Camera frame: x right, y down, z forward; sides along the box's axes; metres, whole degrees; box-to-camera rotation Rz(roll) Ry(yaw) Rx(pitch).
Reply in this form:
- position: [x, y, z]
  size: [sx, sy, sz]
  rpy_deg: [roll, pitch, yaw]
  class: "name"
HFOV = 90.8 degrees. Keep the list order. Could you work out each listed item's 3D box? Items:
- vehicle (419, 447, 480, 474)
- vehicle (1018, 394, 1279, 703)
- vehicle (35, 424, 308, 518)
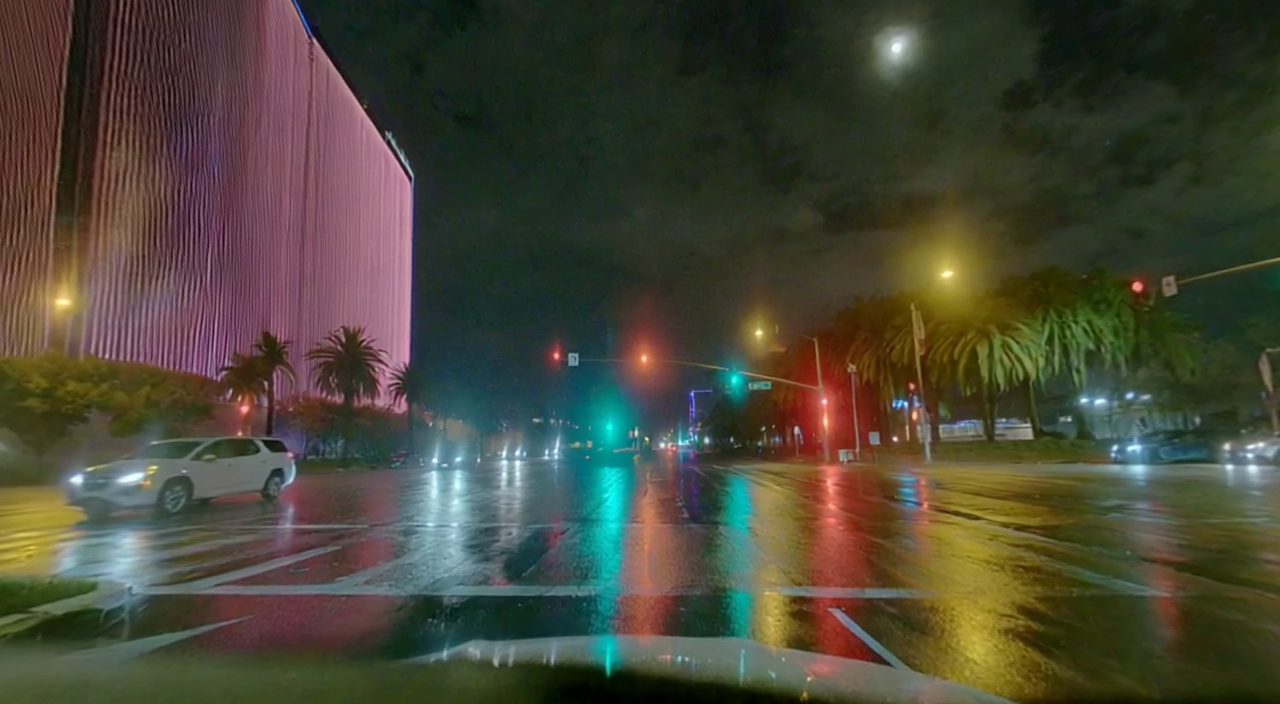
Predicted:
- position: [-11.714, 6.693, 39.227]
  size: [2.145, 1.504, 4.857]
  rpy_deg: [-1, -9, 2]
  class: "vehicle"
- position: [3.250, 0.719, 1.060]
  size: [2.106, 1.472, 4.854]
  rpy_deg: [0, -9, -2]
  class: "vehicle"
- position: [-12.342, 3.186, 17.595]
  size: [2.614, 2.104, 6.364]
  rpy_deg: [-1, -9, 2]
  class: "vehicle"
